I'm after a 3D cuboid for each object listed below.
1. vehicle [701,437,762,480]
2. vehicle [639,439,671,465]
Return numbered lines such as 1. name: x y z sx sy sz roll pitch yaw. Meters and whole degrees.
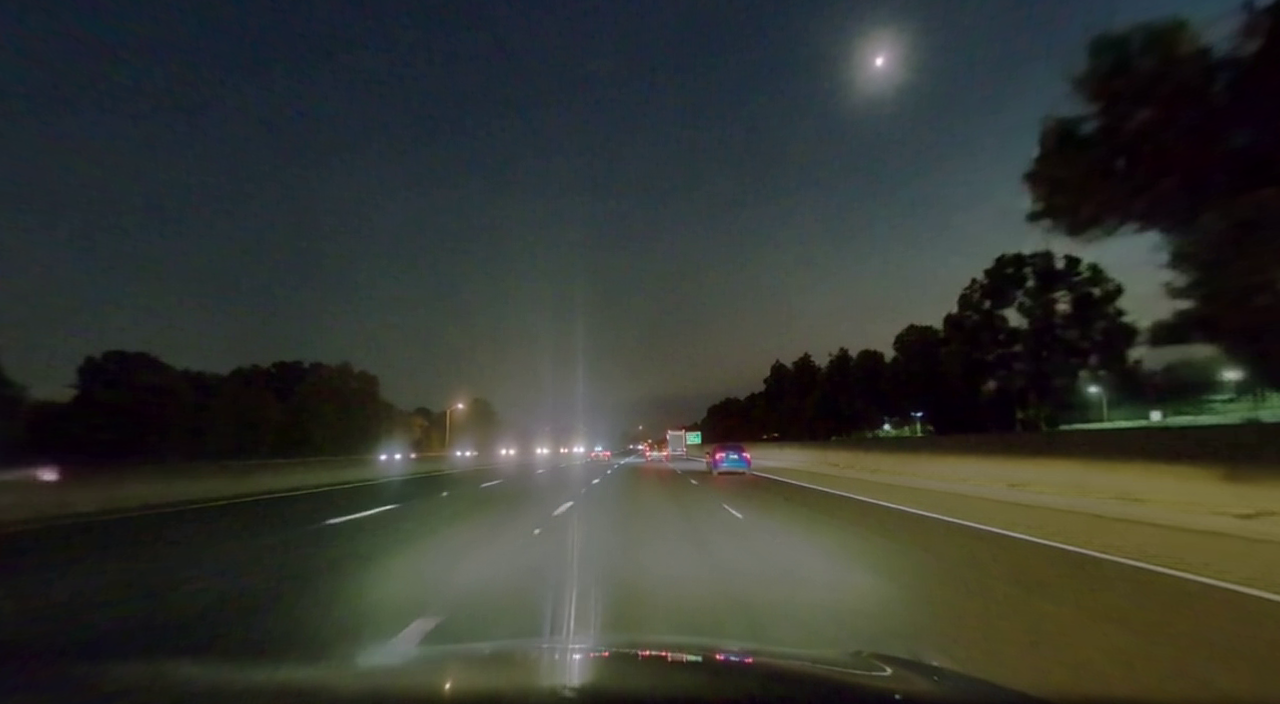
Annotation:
1. vehicle: 3.955 4.661 27.906 2.082 1.720 4.393 0 -8 0
2. vehicle: 1.060 7.355 46.344 2.205 1.785 4.423 1 -8 0
